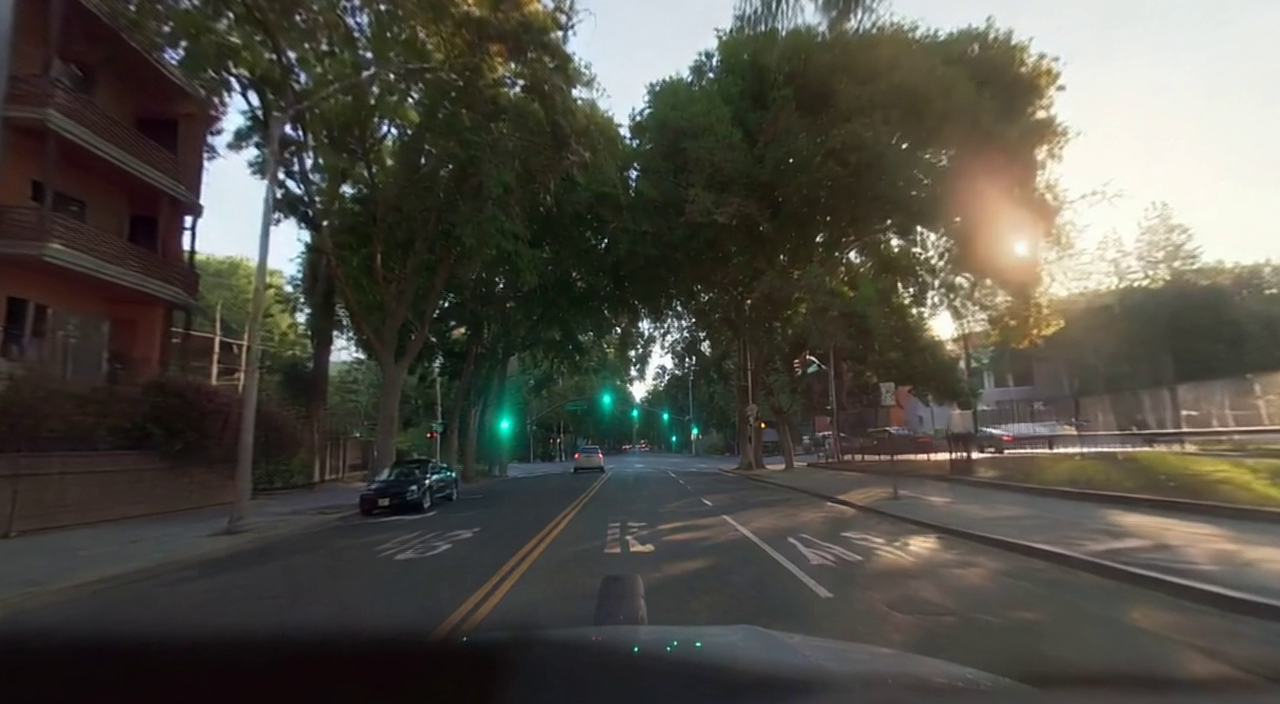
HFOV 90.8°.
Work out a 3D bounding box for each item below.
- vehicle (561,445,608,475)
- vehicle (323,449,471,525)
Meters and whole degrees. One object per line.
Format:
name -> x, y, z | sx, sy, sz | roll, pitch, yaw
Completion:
vehicle -> -2.840, 5.658, 33.314 | 2.029, 1.438, 4.313 | 0, -8, 1
vehicle -> -5.823, 3.241, 15.806 | 1.947, 1.473, 4.397 | -3, -9, 1
